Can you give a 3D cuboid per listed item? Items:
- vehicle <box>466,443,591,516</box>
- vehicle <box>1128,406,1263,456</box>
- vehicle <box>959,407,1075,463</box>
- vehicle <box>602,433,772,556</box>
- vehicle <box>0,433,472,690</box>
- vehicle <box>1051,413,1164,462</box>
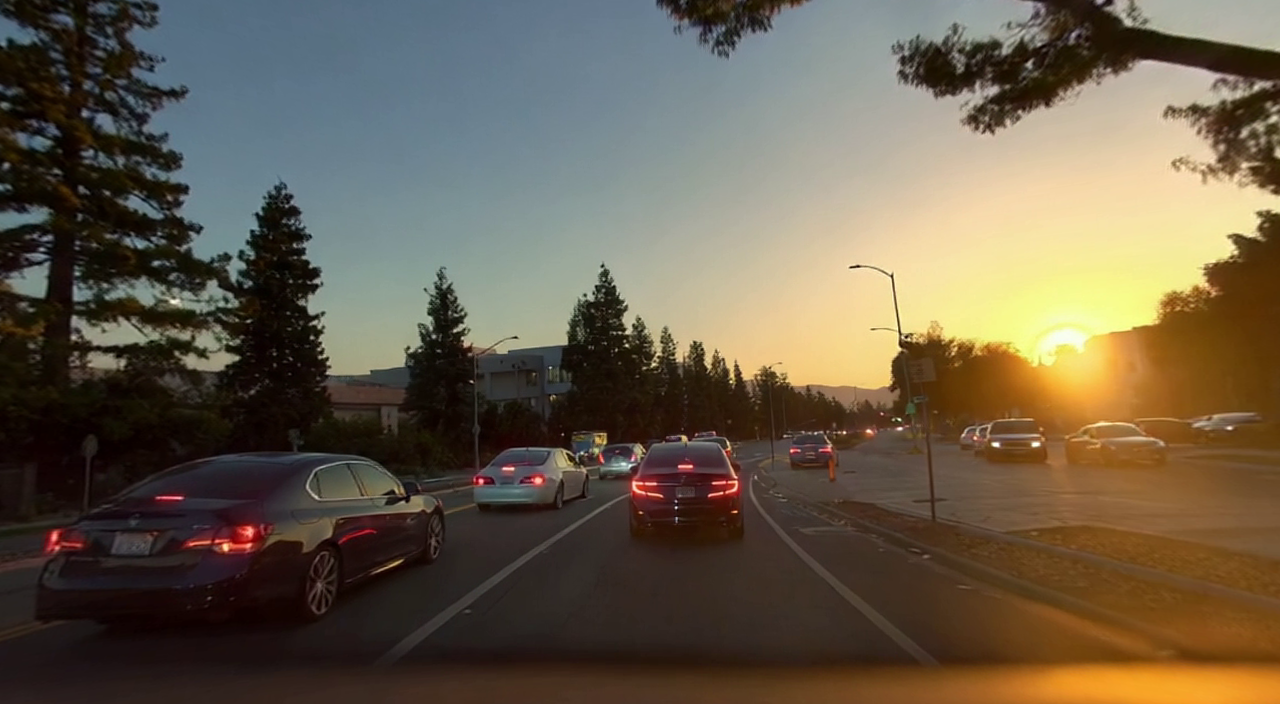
[{"bbox_3d":[-2.532,3.008,15.399,1.870,1.490,4.187,-1,-9,6],"label":"vehicle"},{"bbox_3d":[20.301,2.932,23.276,1.902,1.529,3.937,-7,-9,12],"label":"vehicle"},{"bbox_3d":[14.309,3.247,24.282,2.288,1.933,4.612,-2,-9,11],"label":"vehicle"},{"bbox_3d":[0.737,2.120,10.096,2.142,1.528,4.133,-1,-9,4],"label":"vehicle"},{"bbox_3d":[-3.257,1.577,5.964,1.940,1.502,4.241,-1,-9,3],"label":"vehicle"},{"bbox_3d":[17.578,3.253,23.925,1.803,1.518,3.893,-7,-9,11],"label":"vehicle"}]
